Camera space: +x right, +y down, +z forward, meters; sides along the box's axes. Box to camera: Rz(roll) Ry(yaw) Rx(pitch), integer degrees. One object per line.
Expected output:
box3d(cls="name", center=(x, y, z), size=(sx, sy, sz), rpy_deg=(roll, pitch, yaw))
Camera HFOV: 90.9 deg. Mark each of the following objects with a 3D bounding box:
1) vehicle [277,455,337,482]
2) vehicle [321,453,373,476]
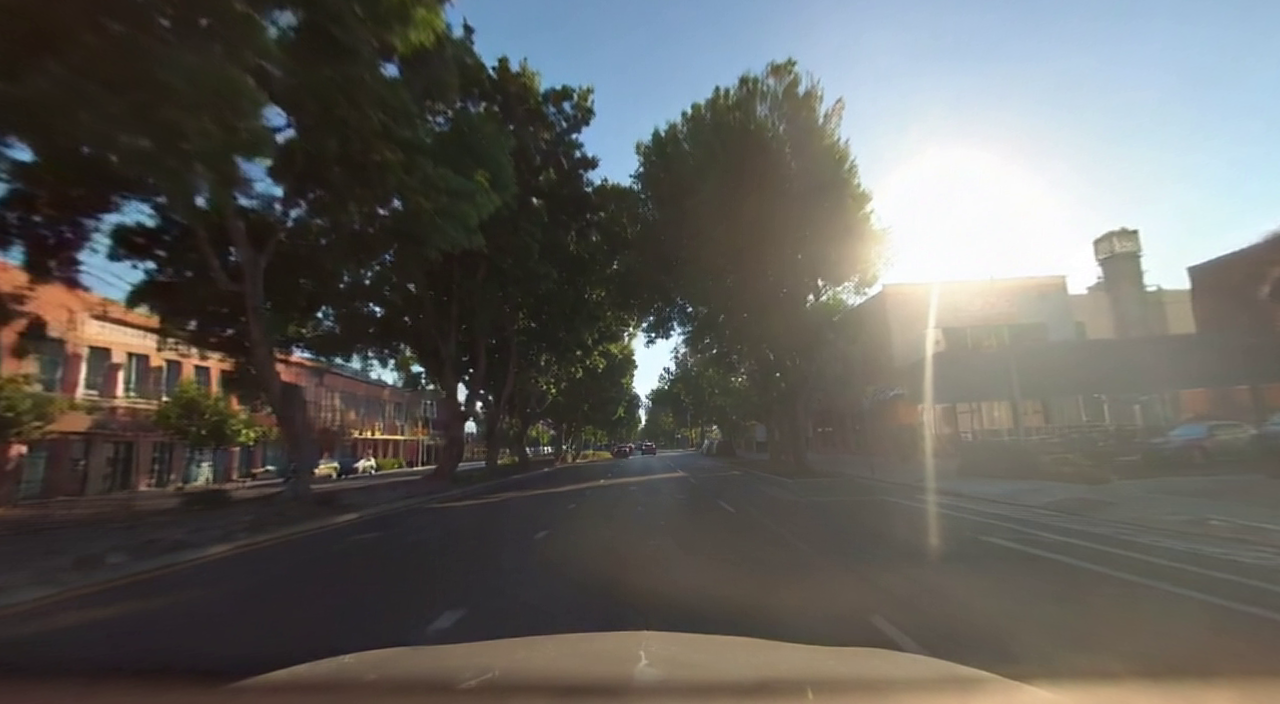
box3d(cls="vehicle", center=(-21.996, 7.664, 41.760), size=(1.883, 1.546, 3.930), rpy_deg=(-1, -8, -1))
box3d(cls="vehicle", center=(-21.779, 8.353, 47.043), size=(1.820, 1.481, 4.325), rpy_deg=(-3, -9, 1))
